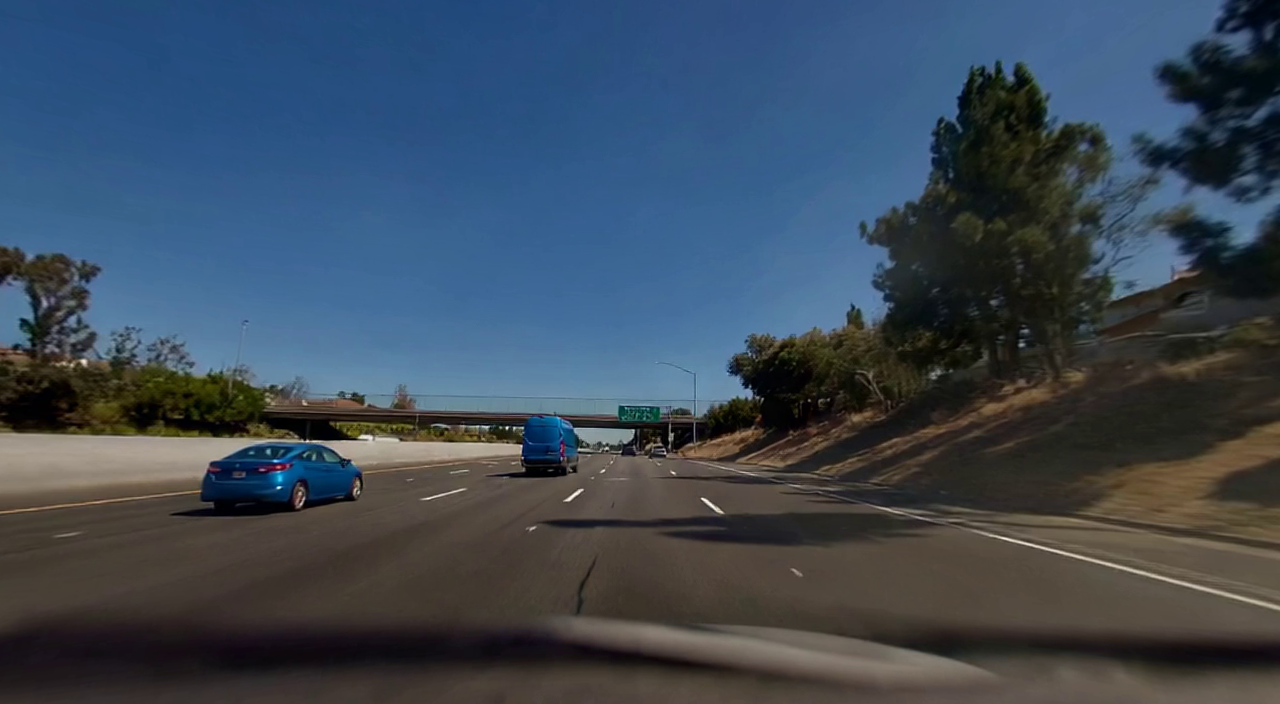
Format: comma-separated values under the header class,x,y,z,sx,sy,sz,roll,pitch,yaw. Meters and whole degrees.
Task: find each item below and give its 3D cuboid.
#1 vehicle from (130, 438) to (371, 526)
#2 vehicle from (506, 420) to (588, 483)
class,x,y,z,sx,sy,sz,roll,pitch,yaw
vehicle,-7.778,2.611,13.284,1.987,1.490,4.781,0,-9,1
vehicle,-3.569,3.964,25.259,2.372,2.248,5.393,0,-9,1
